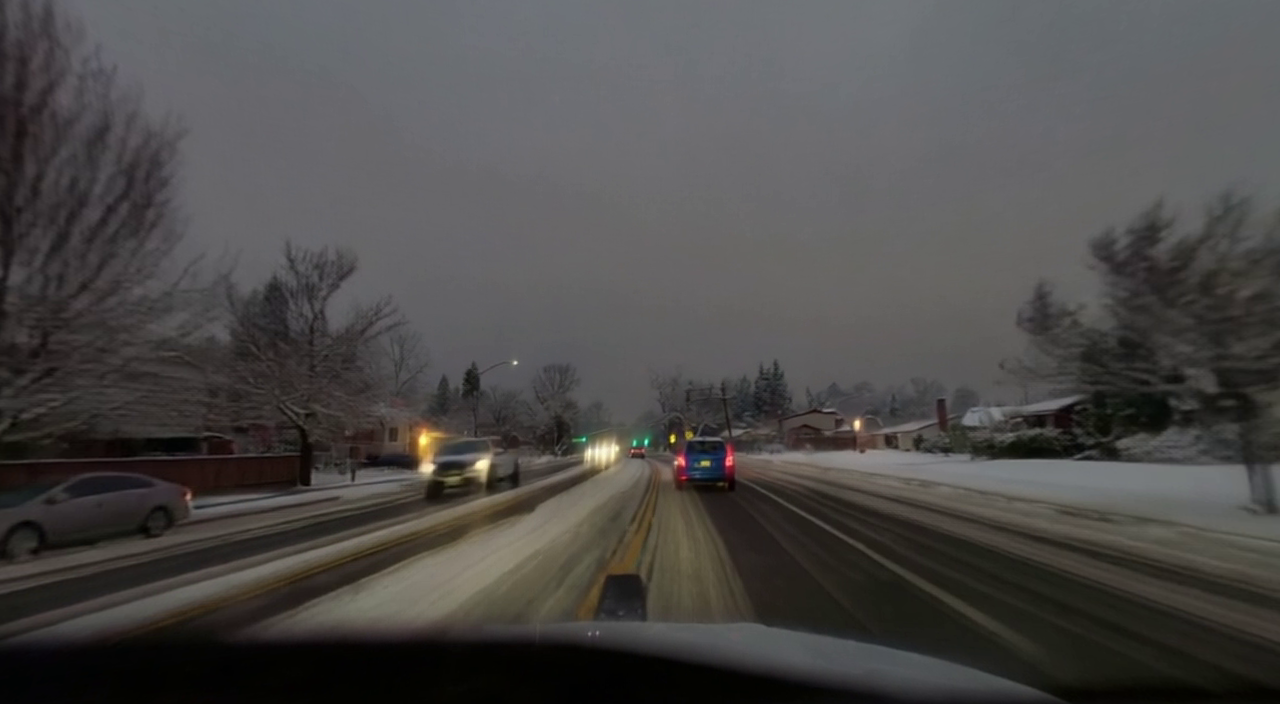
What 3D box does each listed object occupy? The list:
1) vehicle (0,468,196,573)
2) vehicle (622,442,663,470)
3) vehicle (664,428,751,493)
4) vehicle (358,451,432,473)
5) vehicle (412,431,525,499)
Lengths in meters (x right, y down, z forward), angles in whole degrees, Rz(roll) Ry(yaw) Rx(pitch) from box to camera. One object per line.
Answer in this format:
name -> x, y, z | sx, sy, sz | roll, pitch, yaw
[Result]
vehicle -> -10.590, 2.891, 11.250 | 1.831, 1.464, 4.520 | -1, -9, 4
vehicle -> 0.080, 5.866, 35.700 | 2.196, 1.449, 4.006 | 0, -9, -2
vehicle -> 1.942, 3.343, 19.722 | 2.200, 1.763, 4.676 | 0, -9, 0
vehicle -> -17.496, 7.869, 45.220 | 4.514, 1.523, 1.860 | 0, -8, 1
vehicle -> -5.346, 3.599, 20.513 | 2.146, 1.912, 4.878 | -1, -9, 2
